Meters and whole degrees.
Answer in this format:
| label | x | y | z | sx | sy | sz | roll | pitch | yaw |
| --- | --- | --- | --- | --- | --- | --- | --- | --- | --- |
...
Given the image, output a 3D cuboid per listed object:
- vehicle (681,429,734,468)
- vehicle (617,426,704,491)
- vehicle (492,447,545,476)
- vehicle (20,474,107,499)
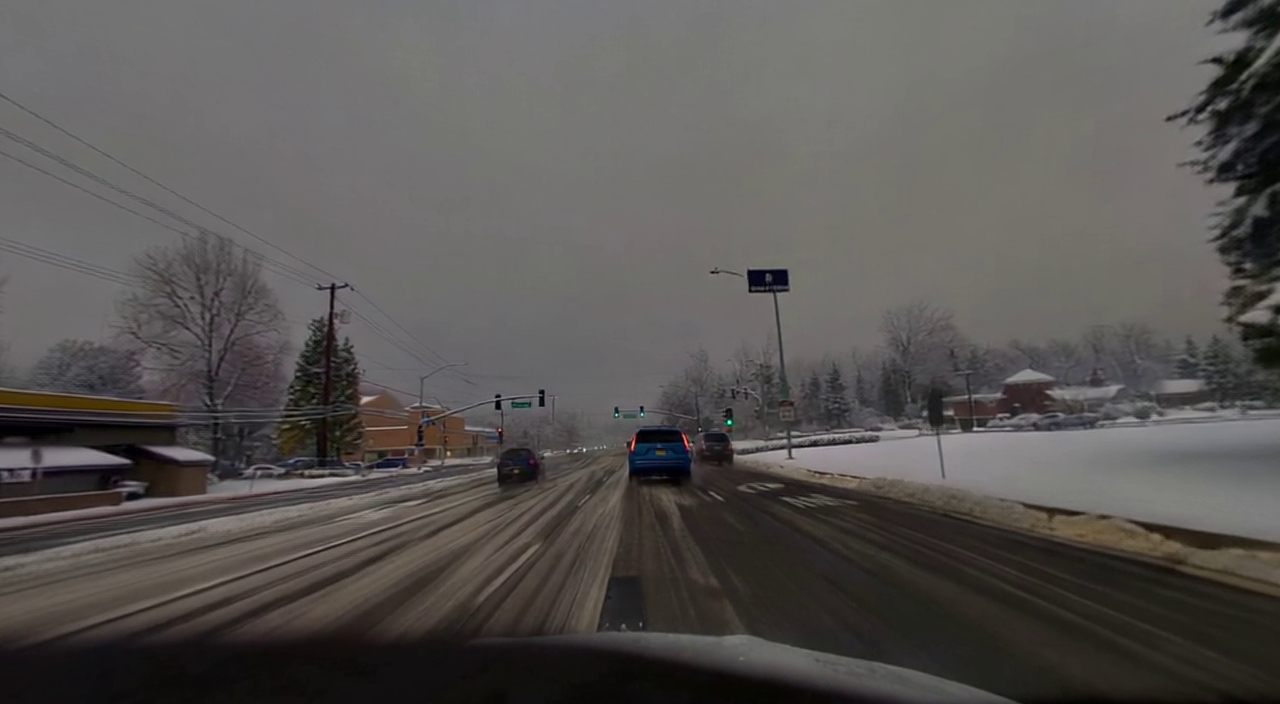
| label | x | y | z | sx | sy | sz | roll | pitch | yaw |
| --- | --- | --- | --- | --- | --- | --- | --- | --- | --- |
| vehicle | 3.919 | 5.758 | 37.689 | 2.452 | 2.148 | 5.877 | 0 | -8 | -1 |
| vehicle | 0.566 | 3.499 | 21.042 | 2.513 | 1.854 | 5.235 | 0 | -8 | -1 |
| vehicle | -6.567 | 5.939 | 34.585 | 1.966 | 1.461 | 4.422 | 0 | -8 | 1 |
| vehicle | -41.005 | 9.540 | 45.016 | 1.792 | 1.450 | 4.553 | -1 | -8 | 2 |
